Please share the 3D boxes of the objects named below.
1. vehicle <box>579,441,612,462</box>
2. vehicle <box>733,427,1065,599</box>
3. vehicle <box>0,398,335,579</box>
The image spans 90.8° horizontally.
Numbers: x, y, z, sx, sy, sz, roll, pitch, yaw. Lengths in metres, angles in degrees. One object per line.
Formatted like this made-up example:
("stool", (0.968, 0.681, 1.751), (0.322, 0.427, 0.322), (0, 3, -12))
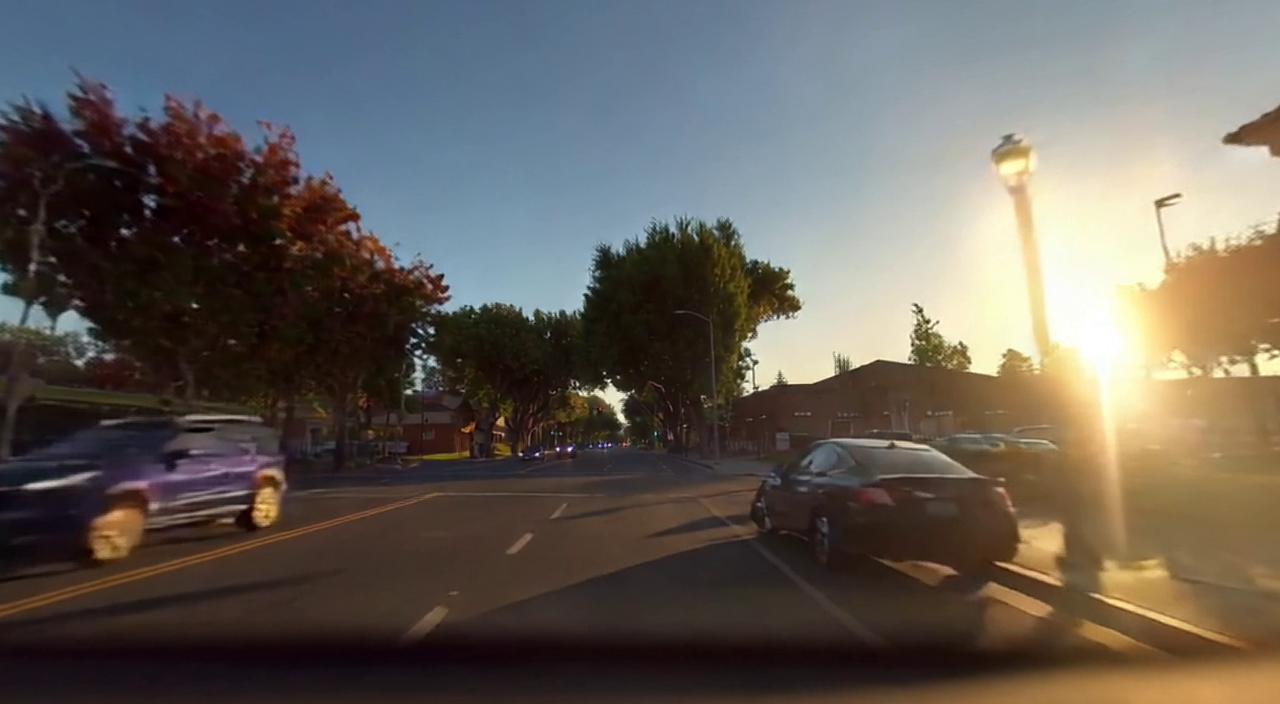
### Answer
("vehicle", (-3.226, 7.339, 46.559), (2.122, 1.469, 4.388), (0, -8, 0))
("vehicle", (2.644, 1.754, 7.942), (2.034, 1.491, 4.618), (0, -8, -3))
("vehicle", (-6.704, 1.728, 8.877), (2.371, 1.800, 4.987), (0, -8, -1))
